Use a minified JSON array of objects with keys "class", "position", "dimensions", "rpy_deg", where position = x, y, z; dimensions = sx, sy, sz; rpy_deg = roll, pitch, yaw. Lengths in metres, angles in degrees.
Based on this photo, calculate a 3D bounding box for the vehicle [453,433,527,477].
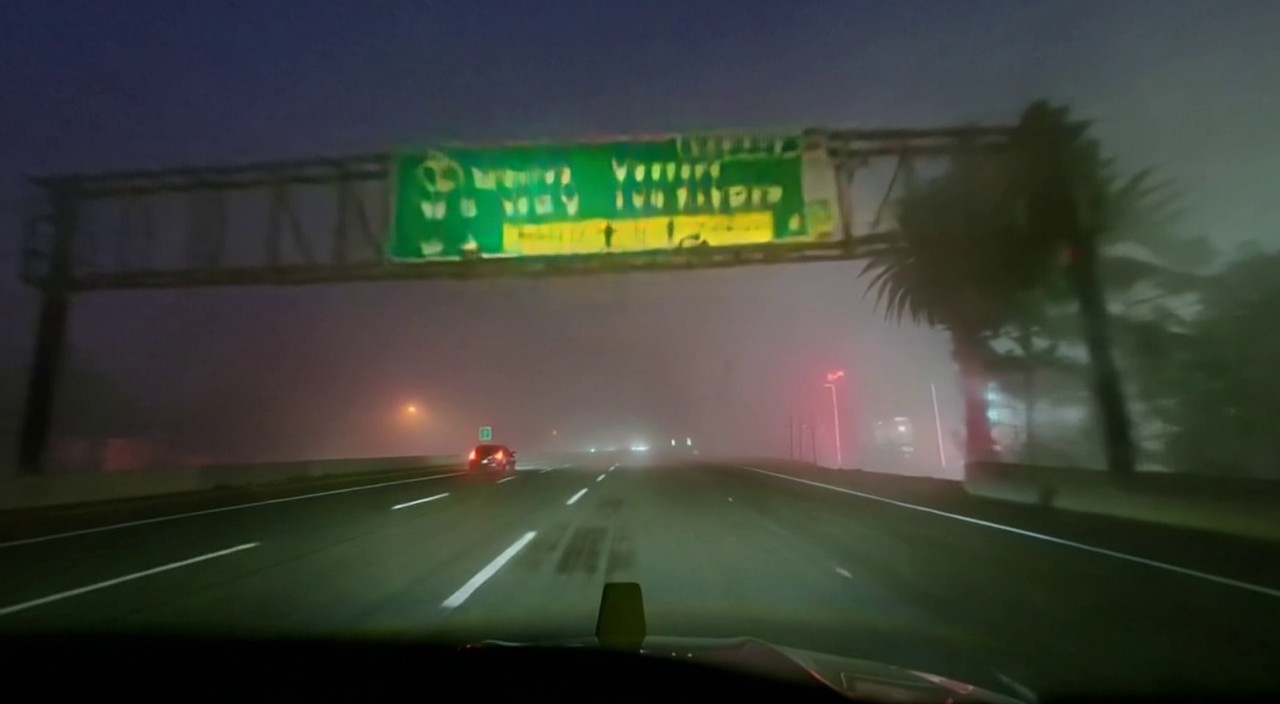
[{"class":"vehicle","position":[-6.696,4.667,28.806],"dimensions":[2.145,1.793,4.762],"rpy_deg":[-1,-8,1]}]
